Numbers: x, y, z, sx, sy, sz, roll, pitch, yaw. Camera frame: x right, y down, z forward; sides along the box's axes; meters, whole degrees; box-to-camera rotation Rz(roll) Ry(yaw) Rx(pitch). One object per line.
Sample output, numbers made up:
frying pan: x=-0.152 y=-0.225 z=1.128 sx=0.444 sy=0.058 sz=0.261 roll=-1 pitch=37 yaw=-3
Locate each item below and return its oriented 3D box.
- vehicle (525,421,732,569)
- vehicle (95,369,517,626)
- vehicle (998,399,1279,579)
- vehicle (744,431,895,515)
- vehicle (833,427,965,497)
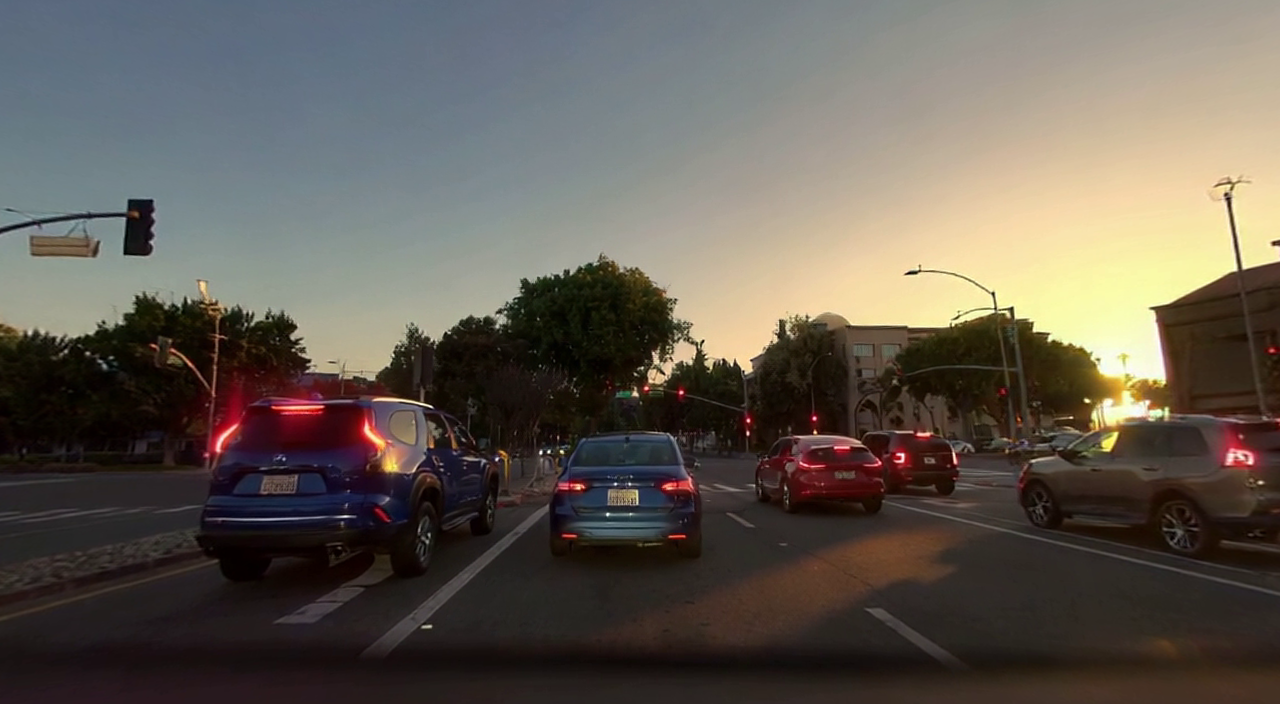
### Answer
vehicle: x=-0.152 y=1.748 z=8.461 sx=2.097 sy=1.480 sz=4.006 roll=0 pitch=-8 yaw=-1
vehicle: x=-2.852 y=1.384 z=6.969 sx=2.064 sy=1.825 sz=4.760 roll=0 pitch=-8 yaw=-1
vehicle: x=7.241 y=1.668 z=8.432 sx=2.068 sy=1.731 sz=4.752 roll=0 pitch=-8 yaw=-1
vehicle: x=3.591 y=2.501 z=13.594 sx=1.861 sy=1.473 sz=4.393 roll=0 pitch=-8 yaw=-1
vehicle: x=7.035 y=3.026 z=17.701 sx=1.894 sy=1.693 sz=4.110 roll=0 pitch=-8 yaw=-1
